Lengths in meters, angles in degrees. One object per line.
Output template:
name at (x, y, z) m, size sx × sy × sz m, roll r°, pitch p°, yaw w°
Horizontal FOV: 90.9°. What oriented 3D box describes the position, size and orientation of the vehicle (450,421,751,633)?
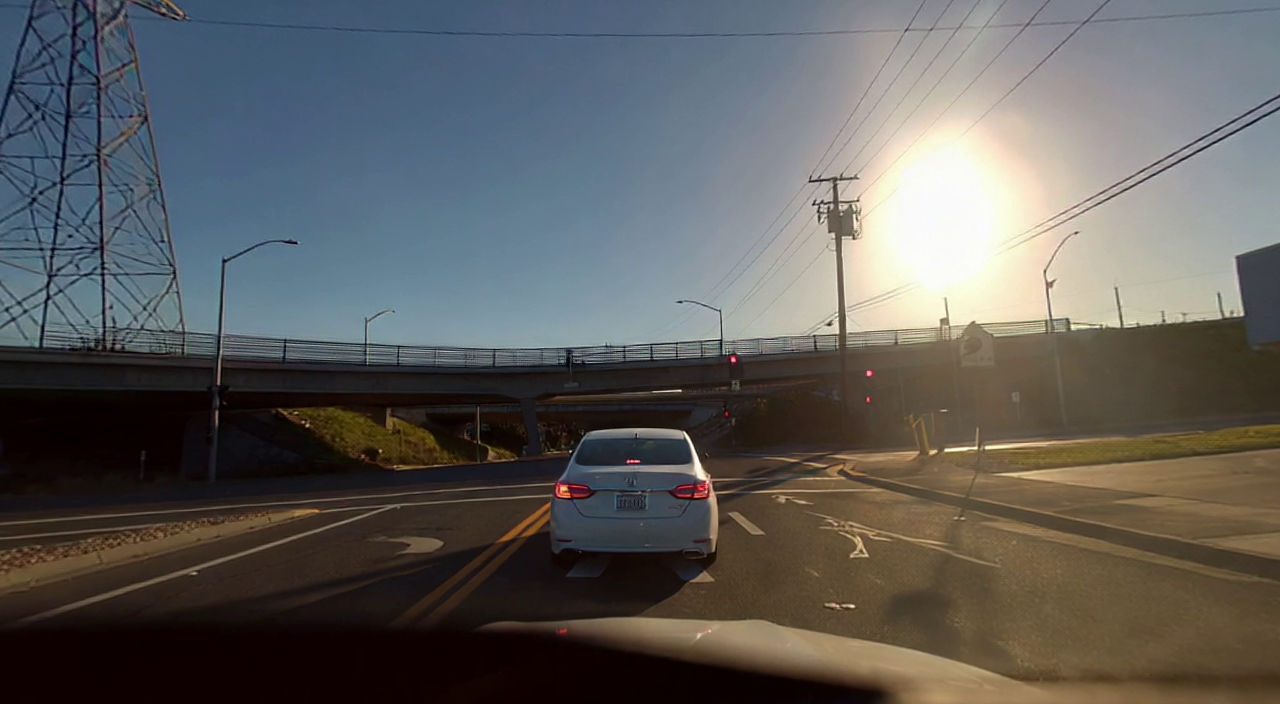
vehicle at (-0.241, 1.529, 6.473) m, size 2.090 × 1.458 × 4.033 m, roll -1°, pitch -9°, yaw 1°
